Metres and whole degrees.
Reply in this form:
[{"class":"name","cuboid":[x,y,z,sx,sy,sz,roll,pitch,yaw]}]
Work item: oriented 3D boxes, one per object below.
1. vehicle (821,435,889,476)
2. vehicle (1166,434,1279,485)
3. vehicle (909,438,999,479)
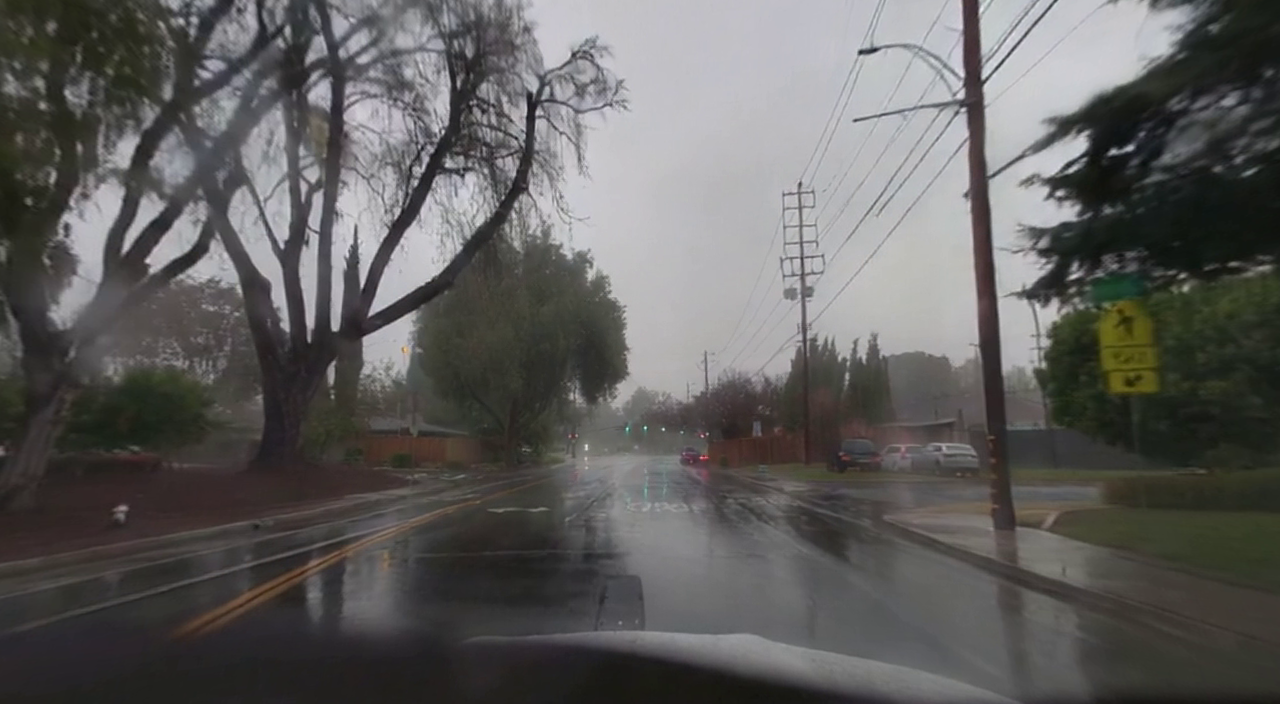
[{"class":"vehicle","cuboid":[10.916,5.287,32.310,1.912,1.953,4.651,0,-9,1]},{"class":"vehicle","cuboid":[21.528,3.727,22.095,3.943,1.664,2.391,-1,-8,0]},{"class":"vehicle","cuboid":[14.131,4.825,28.669,1.935,1.683,4.669,0,-9,3]}]
